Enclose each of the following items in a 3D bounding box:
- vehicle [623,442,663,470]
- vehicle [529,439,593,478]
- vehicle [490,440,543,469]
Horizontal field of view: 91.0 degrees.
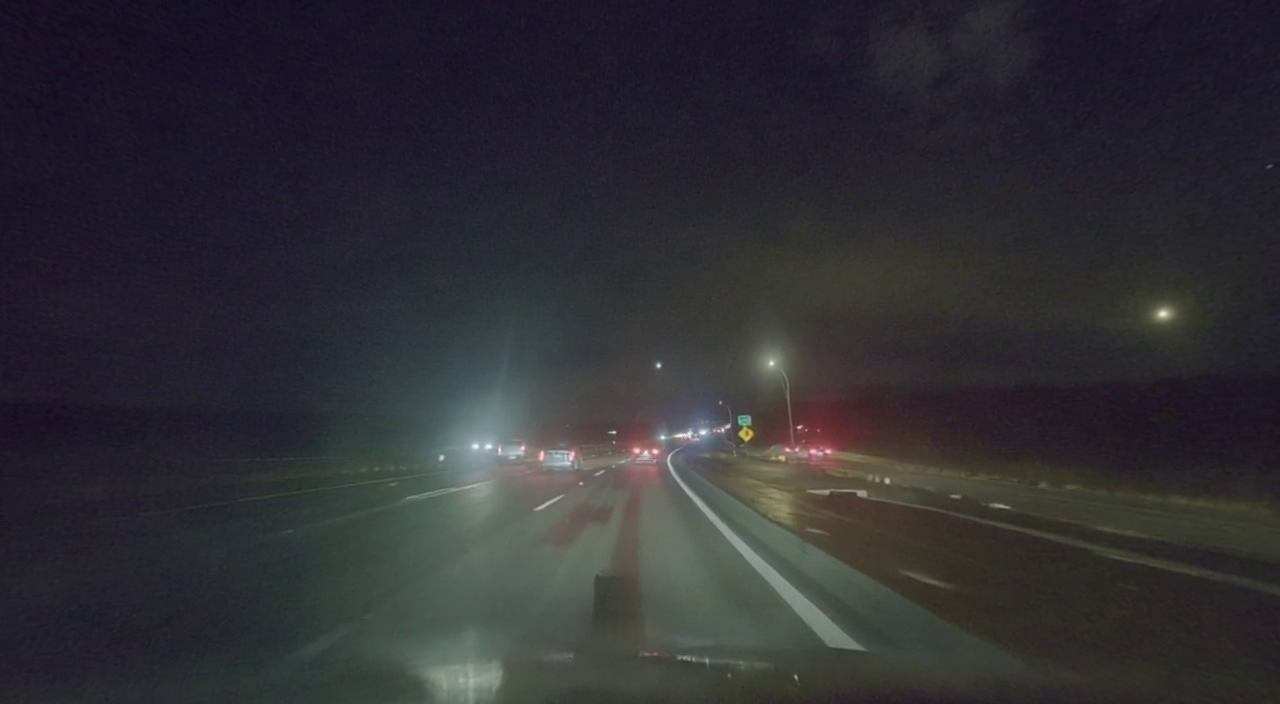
[{"bbox_3d":[0.230,5.993,36.343,2.129,1.502,4.321,0,-9,2],"label":"vehicle"},{"bbox_3d":[-3.389,4.713,28.023,2.129,1.563,4.387,-1,-9,2],"label":"vehicle"},{"bbox_3d":[-7.127,5.976,36.759,2.002,1.543,4.466,-1,-9,2],"label":"vehicle"}]
